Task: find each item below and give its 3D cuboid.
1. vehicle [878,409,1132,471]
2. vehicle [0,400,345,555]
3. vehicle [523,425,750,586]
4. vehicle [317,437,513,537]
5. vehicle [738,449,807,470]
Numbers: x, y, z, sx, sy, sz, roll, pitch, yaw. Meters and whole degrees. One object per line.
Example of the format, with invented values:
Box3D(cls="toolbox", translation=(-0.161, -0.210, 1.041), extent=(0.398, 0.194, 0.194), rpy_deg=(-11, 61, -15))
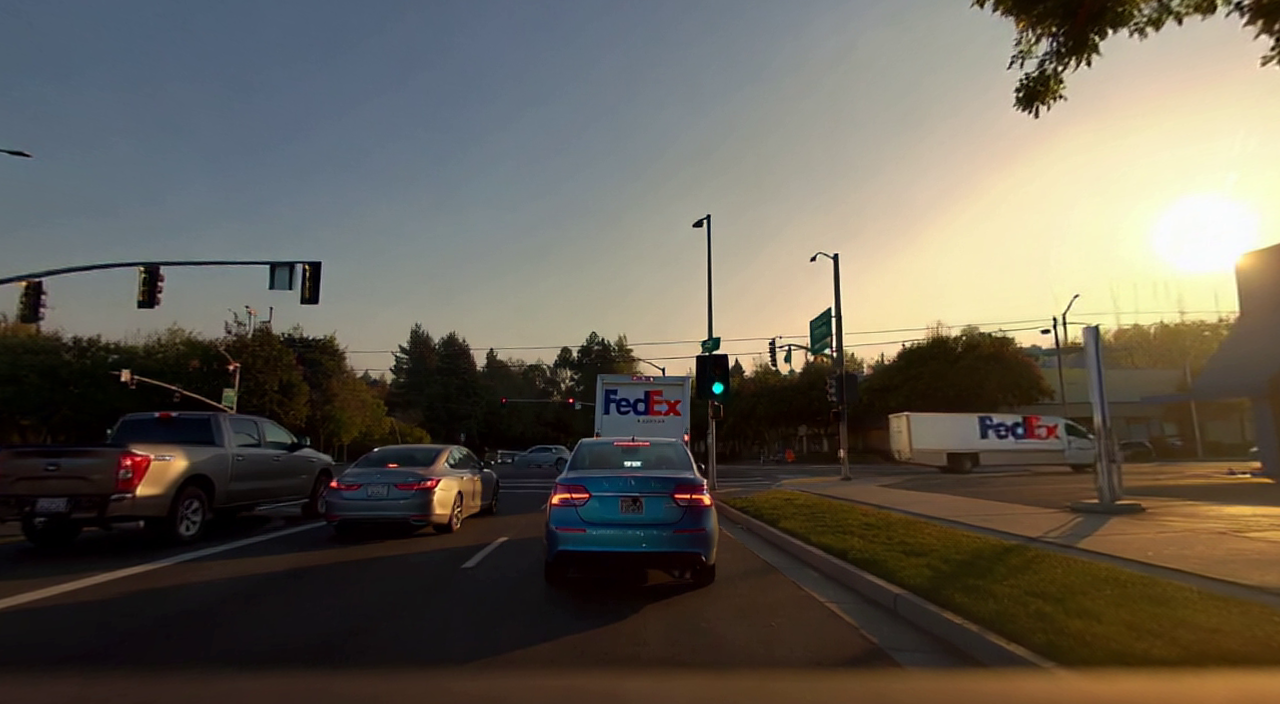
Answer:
Box3D(cls="vehicle", translation=(21.144, 5.205, 36.948), extent=(12.889, 3.380, 3.345), rpy_deg=(0, -9, -2))
Box3D(cls="vehicle", translation=(-7.285, 1.957, 10.531), extent=(2.125, 1.893, 5.498), rpy_deg=(0, -9, -2))
Box3D(cls="vehicle", translation=(-0.028, 1.782, 8.152), extent=(2.145, 1.513, 4.269), rpy_deg=(0, -9, 0))
Box3D(cls="vehicle", translation=(-3.867, 2.387, 11.768), extent=(1.949, 1.487, 4.390), rpy_deg=(0, -9, 1))
Box3D(cls="vehicle", translation=(10.216, 8.277, 48.471), extent=(4.805, 1.498, 1.889), rpy_deg=(0, -7, -5))
